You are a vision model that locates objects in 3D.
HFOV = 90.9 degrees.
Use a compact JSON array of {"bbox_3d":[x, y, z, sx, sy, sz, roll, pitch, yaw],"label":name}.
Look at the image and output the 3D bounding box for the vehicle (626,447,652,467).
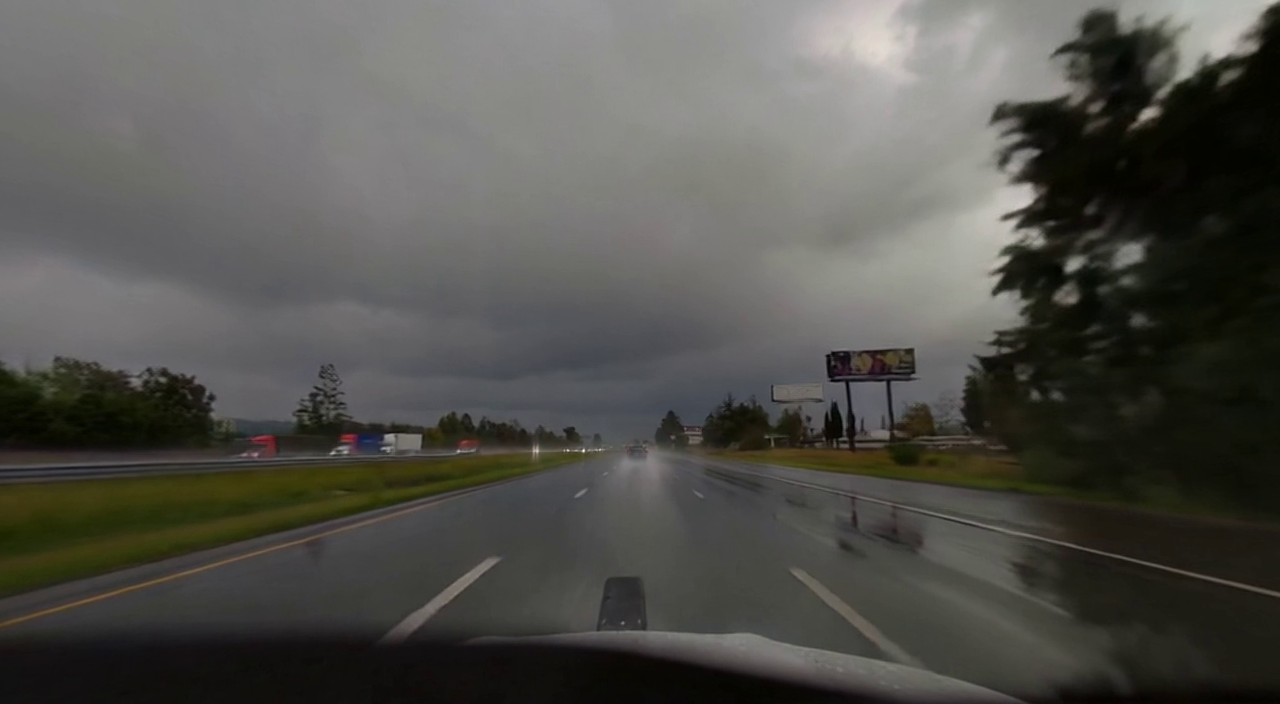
[{"bbox_3d":[-0.092,8.087,48.615,1.916,1.494,4.335,0,-9,-1],"label":"vehicle"}]
